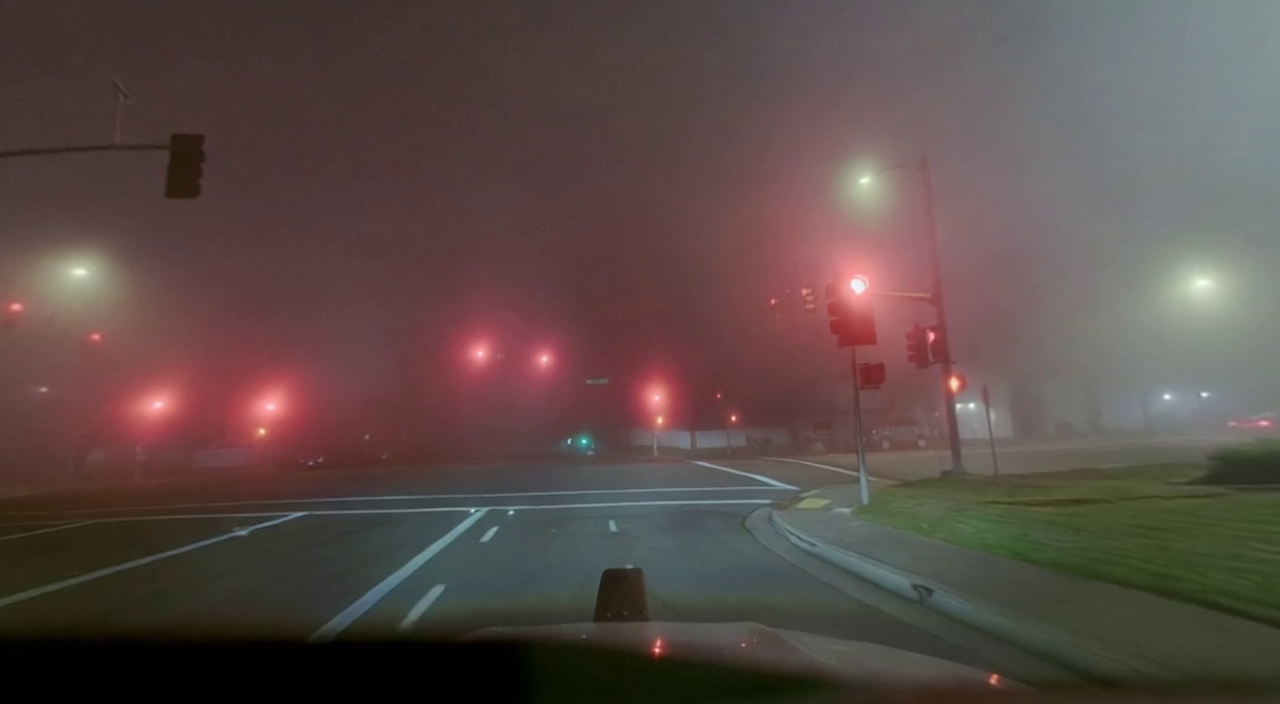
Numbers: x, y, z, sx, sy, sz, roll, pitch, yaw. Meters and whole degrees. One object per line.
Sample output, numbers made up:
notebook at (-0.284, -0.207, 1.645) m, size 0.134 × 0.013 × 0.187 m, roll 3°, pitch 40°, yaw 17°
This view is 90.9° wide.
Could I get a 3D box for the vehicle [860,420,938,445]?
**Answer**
vehicle at (18.415, 5.727, 44.937) m, size 4.681 × 1.712 × 1.976 m, roll 0°, pitch -8°, yaw -4°
